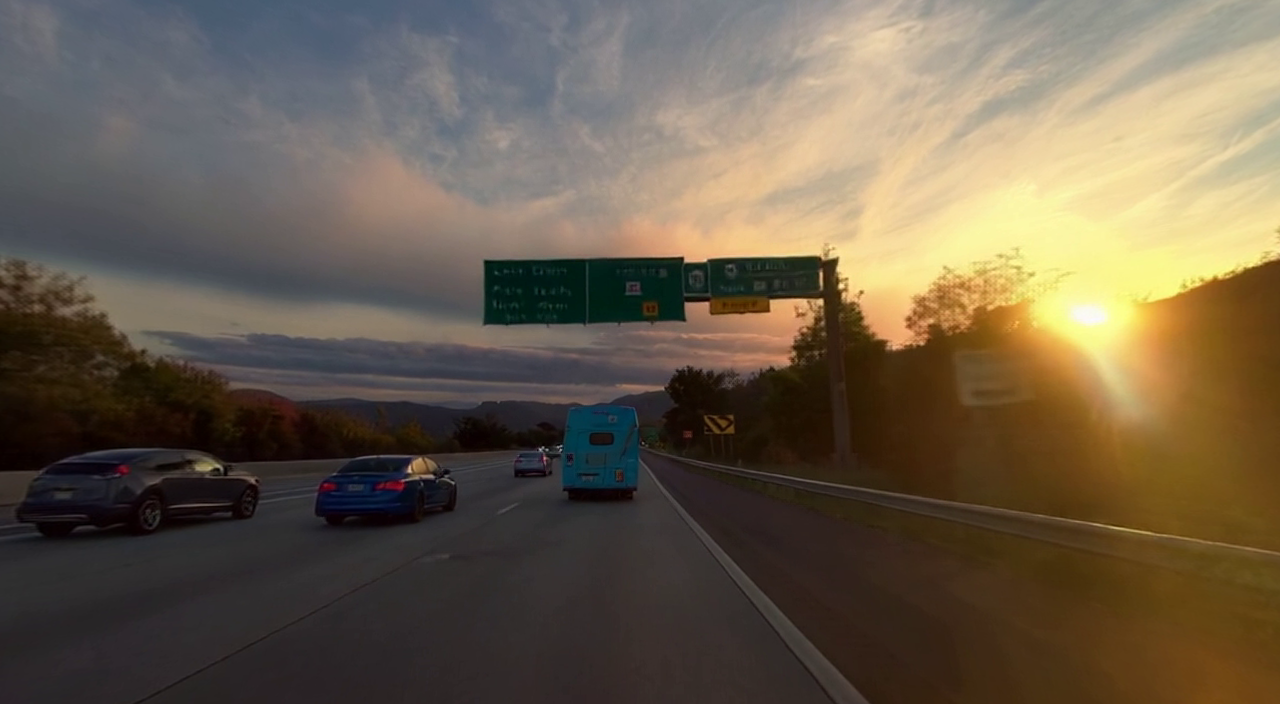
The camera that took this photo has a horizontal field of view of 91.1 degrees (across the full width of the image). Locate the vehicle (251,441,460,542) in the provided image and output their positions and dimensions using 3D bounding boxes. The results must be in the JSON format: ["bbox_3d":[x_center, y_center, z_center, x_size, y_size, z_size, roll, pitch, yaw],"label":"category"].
[{"bbox_3d":[-4.732,2.342,11.220,1.876,1.438,4.072,0,-9,-1],"label":"vehicle"}]

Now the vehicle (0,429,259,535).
[{"bbox_3d":[-9.564,2.352,11.919,2.010,1.621,4.252,0,-9,0],"label":"vehicle"}]

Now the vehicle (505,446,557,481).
[{"bbox_3d":[-5.063,5.195,29.549,1.872,1.480,3.545,0,-9,-1],"label":"vehicle"}]

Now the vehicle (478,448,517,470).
[{"bbox_3d":[-10.098,7.613,44.861,1.886,1.462,4.084,0,-9,-1],"label":"vehicle"}]

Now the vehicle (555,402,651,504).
[{"bbox_3d":[-0.959,2.943,18.534,2.394,2.556,5.232,0,-9,-1],"label":"vehicle"}]
